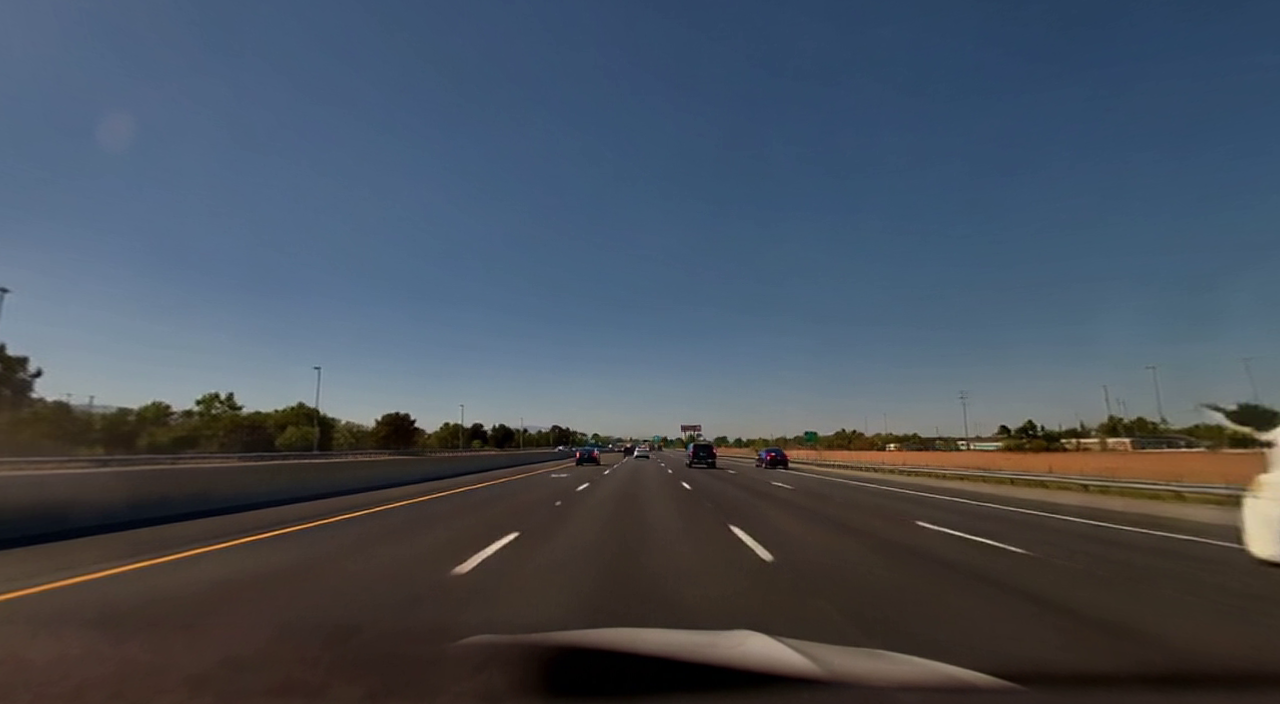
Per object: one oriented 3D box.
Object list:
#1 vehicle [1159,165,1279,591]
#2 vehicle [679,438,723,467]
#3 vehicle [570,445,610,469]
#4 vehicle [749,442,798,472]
[{"bbox_3d":[7.688,-0.103,3.754,3.034,4.112,7.110,0,-9,2],"label":"vehicle"},{"bbox_3d":[4.439,7.471,46.837,2.770,1.990,5.755,0,-9,1],"label":"vehicle"},{"bbox_3d":[-3.281,7.035,42.421,2.164,1.507,4.748,0,-9,1],"label":"vehicle"},{"bbox_3d":[8.234,6.525,39.232,2.188,1.727,4.381,0,-9,1],"label":"vehicle"}]
